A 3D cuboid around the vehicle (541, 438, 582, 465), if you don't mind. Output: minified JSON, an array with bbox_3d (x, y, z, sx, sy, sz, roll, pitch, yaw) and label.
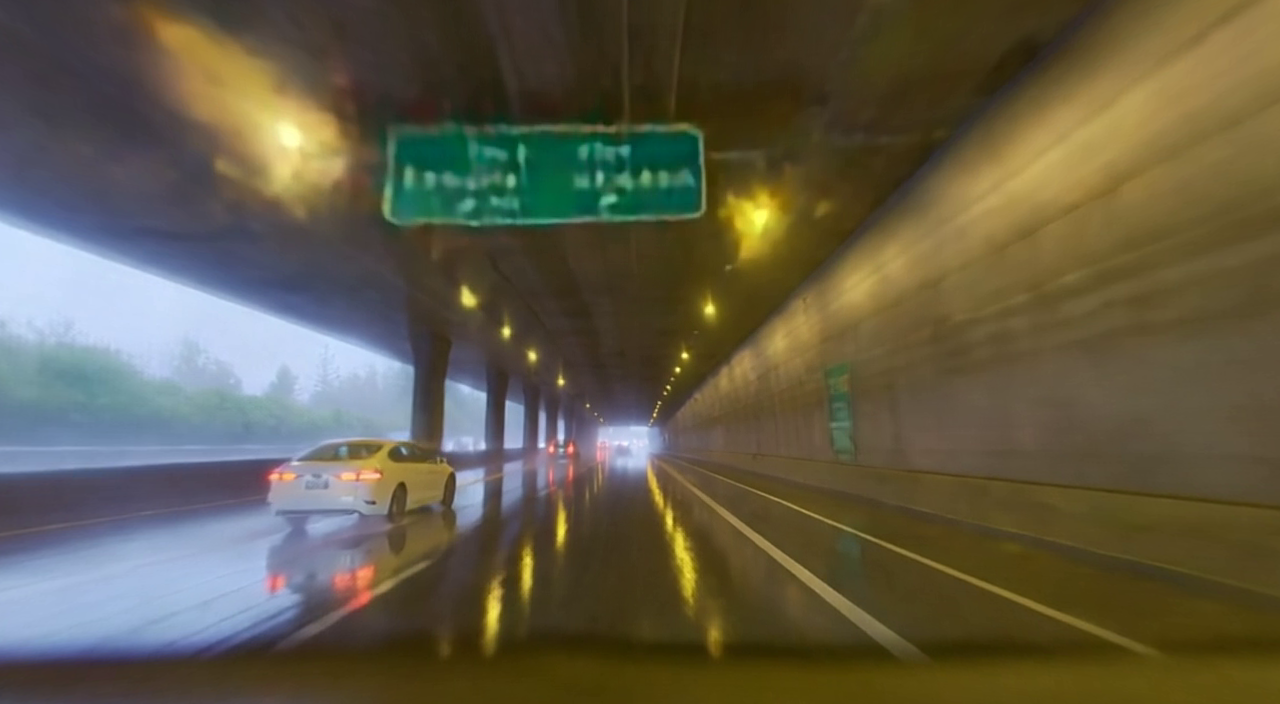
[{"bbox_3d":[-4.613,5.926,37.531,1.973,1.474,4.199,0,-8,-1],"label":"vehicle"}]

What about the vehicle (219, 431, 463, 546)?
[{"bbox_3d":[-4.398,2.039,10.149,1.885,1.424,4.230,0,-8,0],"label":"vehicle"}]
